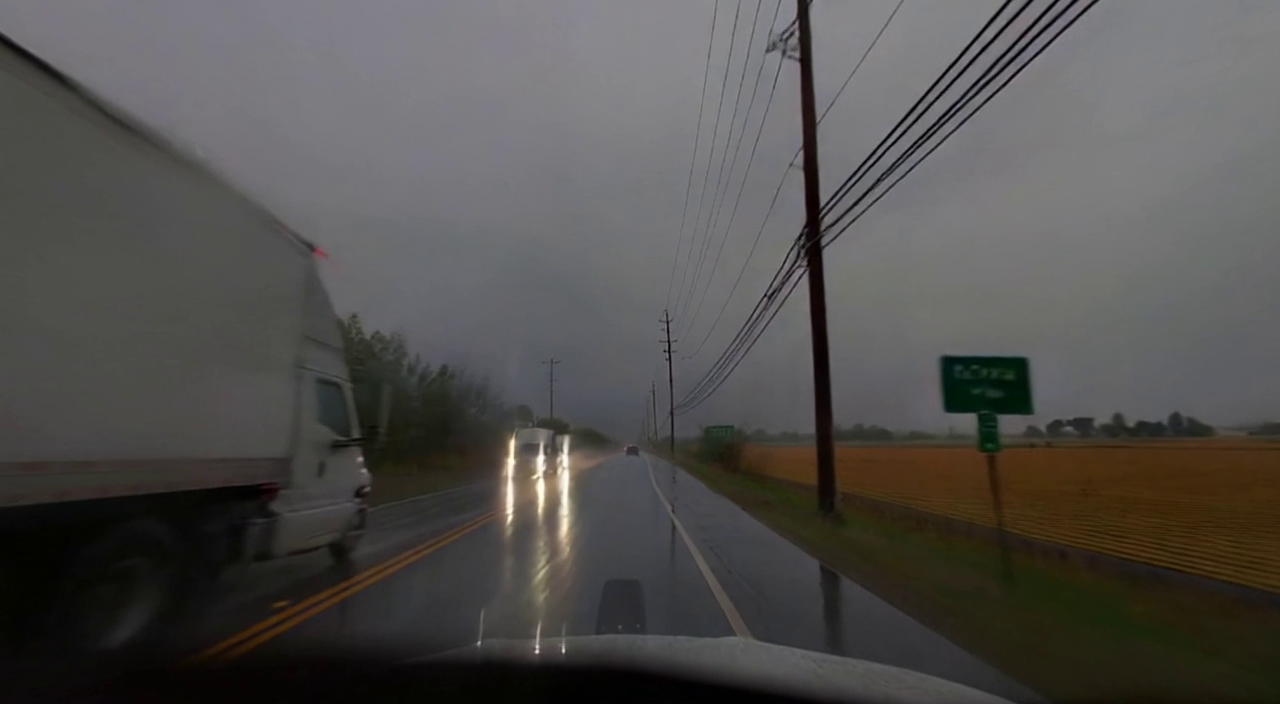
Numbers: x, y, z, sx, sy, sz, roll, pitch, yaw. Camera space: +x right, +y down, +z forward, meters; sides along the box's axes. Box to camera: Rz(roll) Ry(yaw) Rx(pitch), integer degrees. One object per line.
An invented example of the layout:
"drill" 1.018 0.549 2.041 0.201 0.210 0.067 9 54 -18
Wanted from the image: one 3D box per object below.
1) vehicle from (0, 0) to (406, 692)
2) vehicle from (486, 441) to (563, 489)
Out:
"vehicle" -5.039 -0.771 0.718 3.452 4.409 16.846 -2 -8 -1
"vehicle" -4.678 4.621 26.389 2.268 1.661 4.642 -3 -8 0
